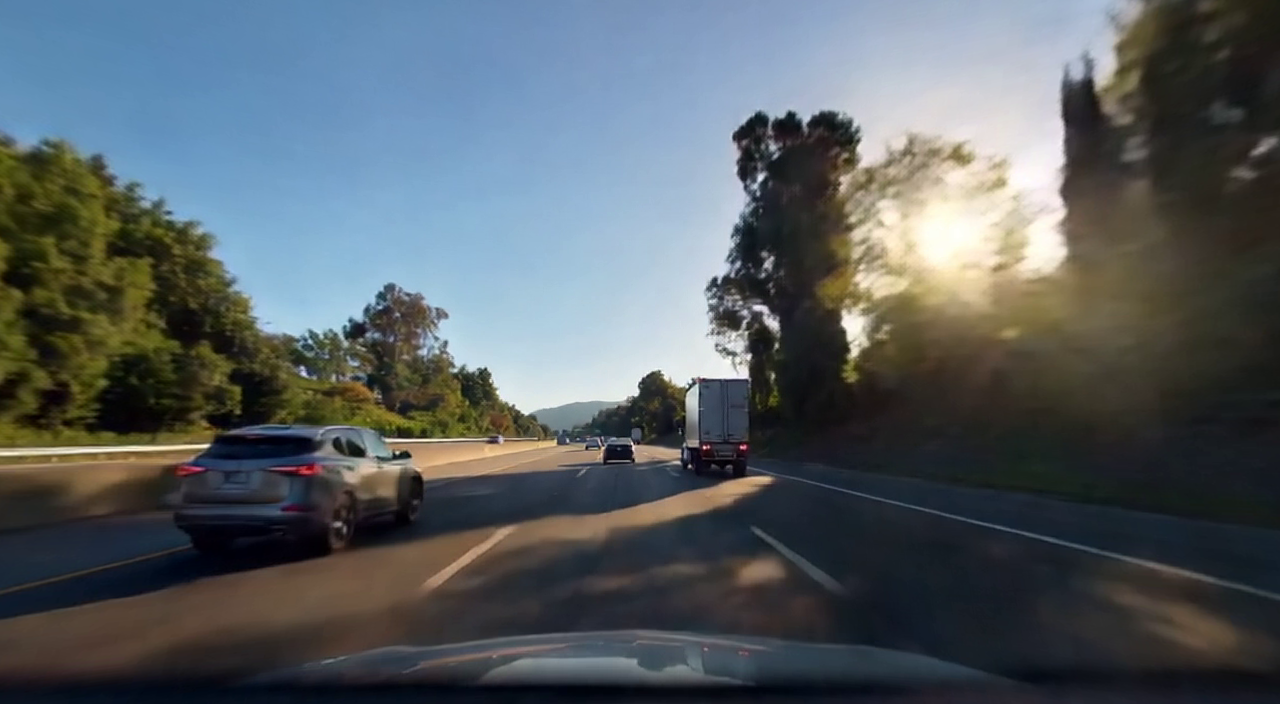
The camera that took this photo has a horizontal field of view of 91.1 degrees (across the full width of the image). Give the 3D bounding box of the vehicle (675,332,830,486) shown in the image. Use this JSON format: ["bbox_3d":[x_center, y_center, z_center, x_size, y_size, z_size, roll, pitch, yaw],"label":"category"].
[{"bbox_3d":[3.402,2.515,24.101,2.946,4.111,14.652,0,-8,-1],"label":"vehicle"}]

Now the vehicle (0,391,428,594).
[{"bbox_3d":[-4.542,1.519,7.705,2.264,1.699,4.648,0,-8,0],"label":"vehicle"}]

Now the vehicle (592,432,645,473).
[{"bbox_3d":[-0.874,4.184,26.414,2.048,1.563,4.087,0,-8,-1],"label":"vehicle"}]
